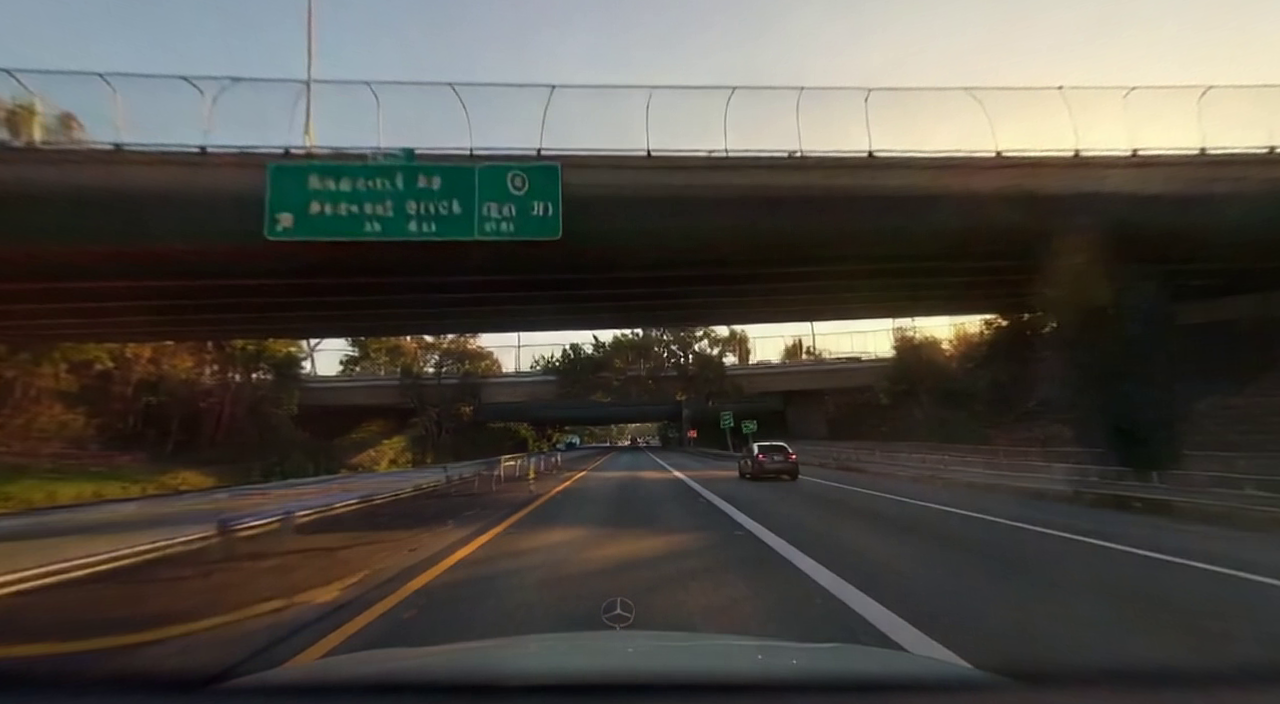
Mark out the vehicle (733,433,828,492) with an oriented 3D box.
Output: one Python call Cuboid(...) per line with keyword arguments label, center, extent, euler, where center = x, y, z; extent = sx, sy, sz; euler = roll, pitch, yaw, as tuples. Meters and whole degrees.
Cuboid(label="vehicle", center=(3.870, 3.087, 17.951), extent=(1.781, 1.470, 3.540), euler=(0, -8, -2))
